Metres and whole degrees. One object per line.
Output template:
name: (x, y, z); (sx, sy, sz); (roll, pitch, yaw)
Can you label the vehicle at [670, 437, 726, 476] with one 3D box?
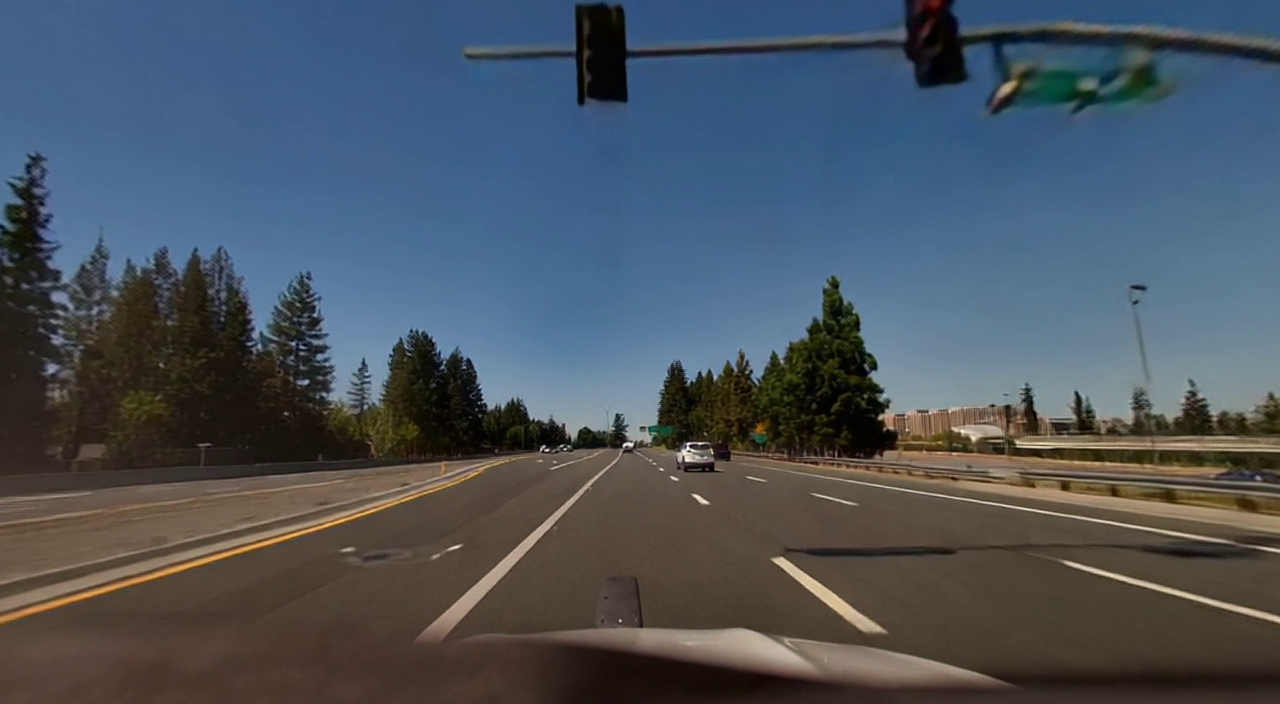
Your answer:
vehicle: (2.652, 4.944, 30.068); (2.066, 1.683, 4.675); (0, -8, -2)
